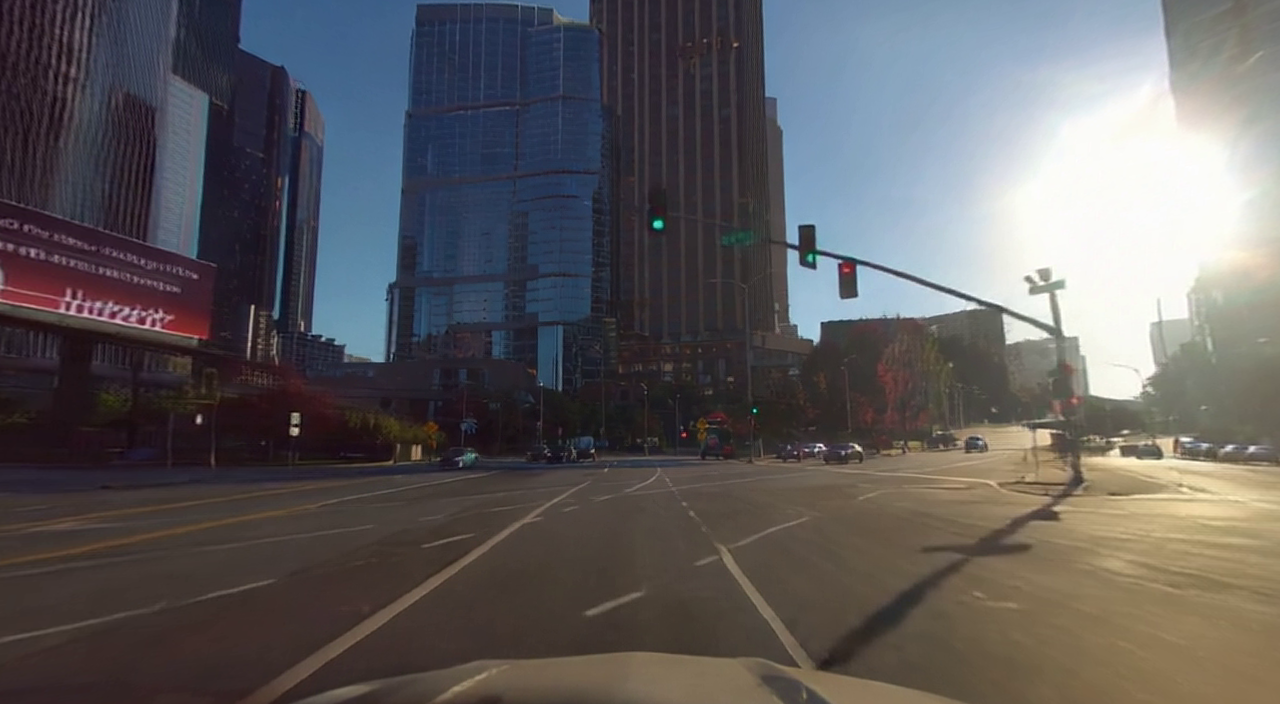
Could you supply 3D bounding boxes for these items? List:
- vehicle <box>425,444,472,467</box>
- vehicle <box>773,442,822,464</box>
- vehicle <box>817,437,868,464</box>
[{"bbox_3d":[-14.909,8.062,49.467,2.161,1.681,4.743,0,-8,1],"label":"vehicle"},{"bbox_3d":[11.668,7.420,46.510,2.023,1.527,5.016,-5,-10,31],"label":"vehicle"},{"bbox_3d":[14.637,7.051,45.387,2.232,1.814,5.285,-5,-10,31],"label":"vehicle"}]
